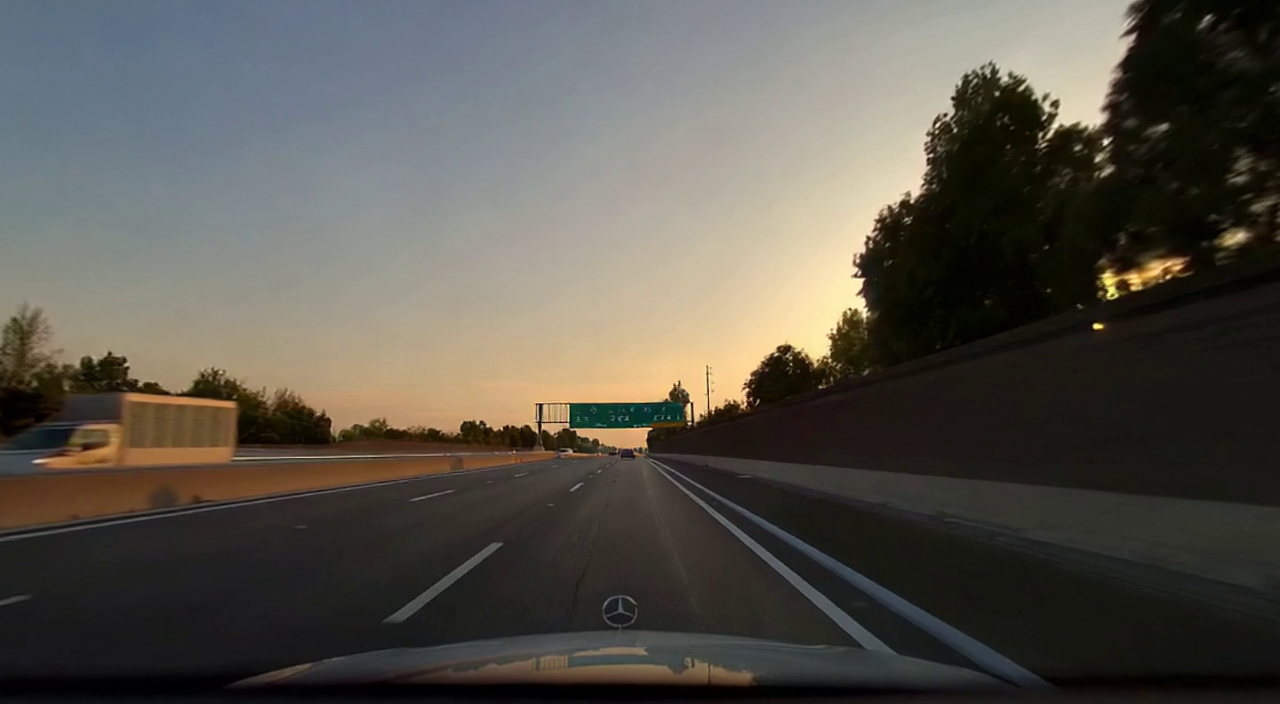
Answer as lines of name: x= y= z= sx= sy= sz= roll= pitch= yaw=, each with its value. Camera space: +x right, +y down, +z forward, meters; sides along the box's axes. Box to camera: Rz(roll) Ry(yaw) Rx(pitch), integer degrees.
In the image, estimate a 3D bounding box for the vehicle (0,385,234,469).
vehicle: x=-21.089 y=3.210 z=25.740 sx=3.509 sy=2.913 sz=7.863 roll=0 pitch=-9 yaw=0
